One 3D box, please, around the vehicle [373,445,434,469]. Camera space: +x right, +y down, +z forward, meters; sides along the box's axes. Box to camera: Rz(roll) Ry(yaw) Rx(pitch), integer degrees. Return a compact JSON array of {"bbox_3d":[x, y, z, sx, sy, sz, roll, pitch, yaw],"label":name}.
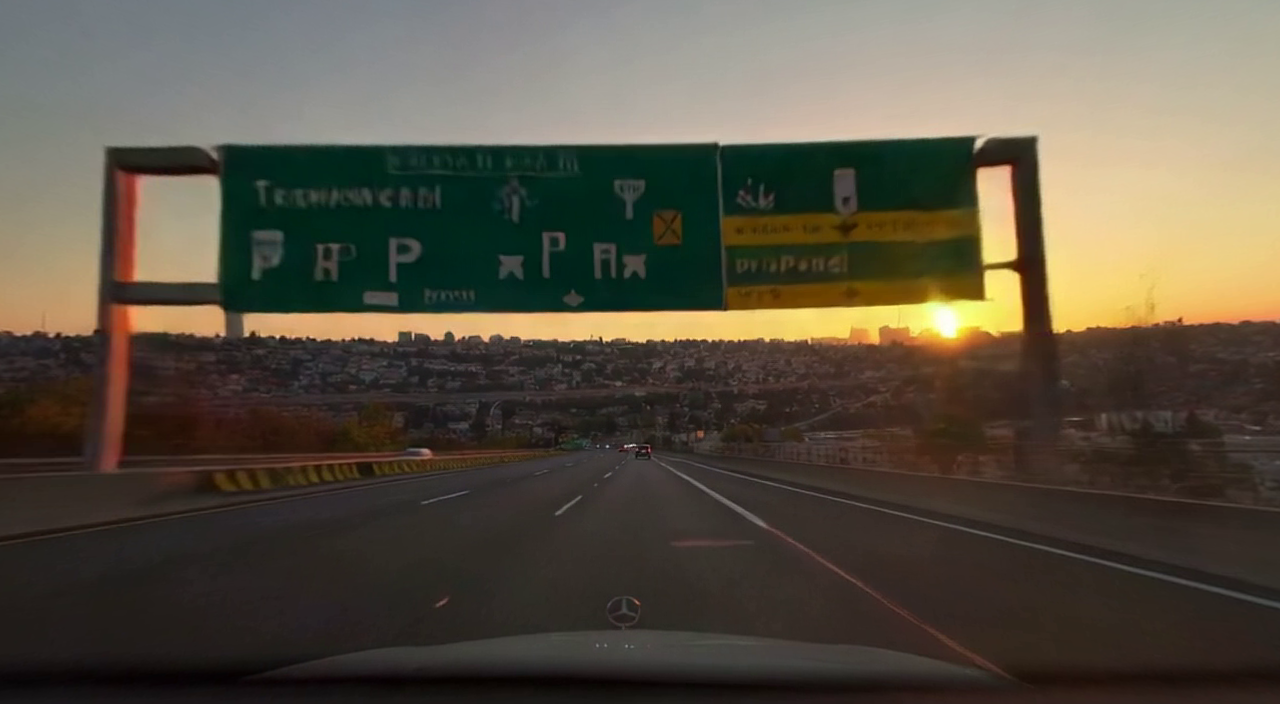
[{"bbox_3d":[-15.671,7.003,42.112,2.250,1.492,4.731,0,-9,0],"label":"vehicle"}]
